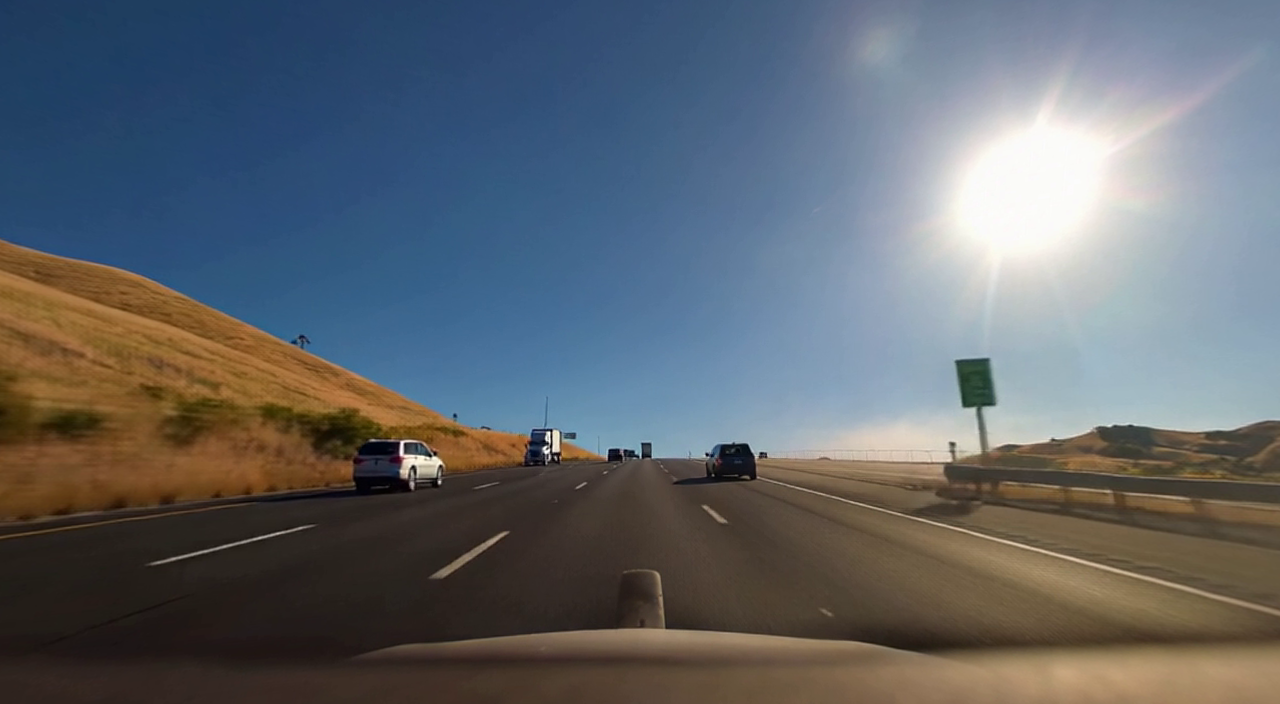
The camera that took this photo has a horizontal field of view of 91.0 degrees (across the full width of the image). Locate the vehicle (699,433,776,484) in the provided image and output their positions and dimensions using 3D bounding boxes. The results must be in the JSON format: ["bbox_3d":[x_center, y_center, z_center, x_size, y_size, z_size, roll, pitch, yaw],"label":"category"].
[{"bbox_3d":[3.688,4.157,24.816,2.231,1.789,4.700,0,-9,-1],"label":"vehicle"}]

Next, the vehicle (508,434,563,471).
[{"bbox_3d":[-7.699,7.538,47.412,2.937,2.509,7.090,0,-9,0],"label":"vehicle"}]

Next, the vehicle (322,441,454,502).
[{"bbox_3d":[-7.189,3.454,18.646,1.935,1.550,4.883,0,-9,-1],"label":"vehicle"}]
